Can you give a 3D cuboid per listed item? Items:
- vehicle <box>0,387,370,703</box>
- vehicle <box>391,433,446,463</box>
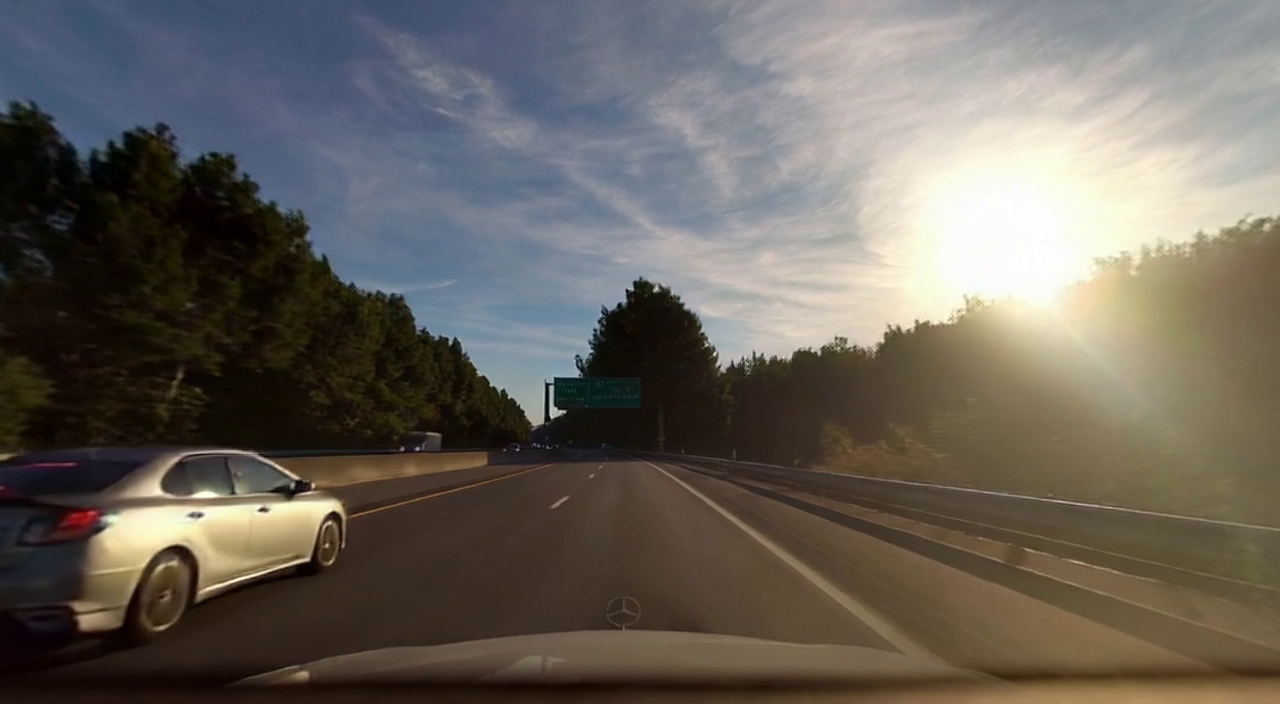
[{"bbox_3d":[-3.853,1.211,4.614,1.990,1.532,3.911,0,-9,0],"label":"vehicle"},{"bbox_3d":[-16.596,7.251,47.550,2.314,2.079,5.666,0,-9,-2],"label":"vehicle"}]
